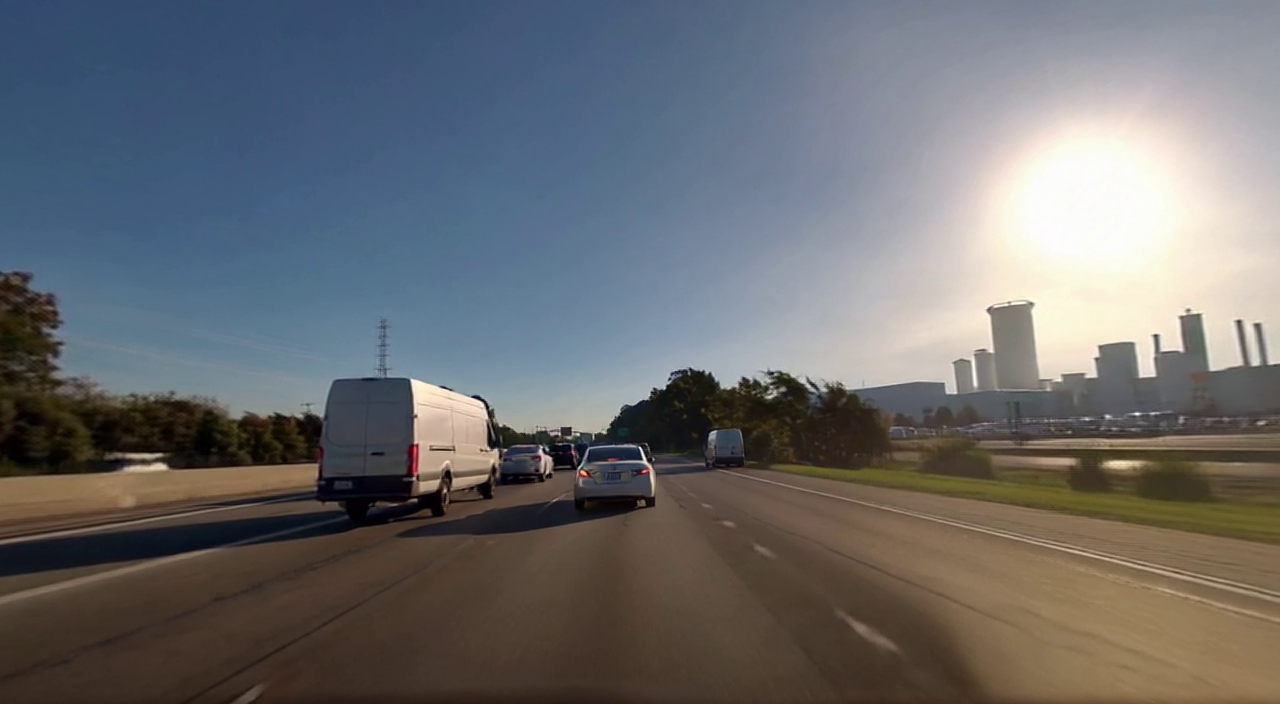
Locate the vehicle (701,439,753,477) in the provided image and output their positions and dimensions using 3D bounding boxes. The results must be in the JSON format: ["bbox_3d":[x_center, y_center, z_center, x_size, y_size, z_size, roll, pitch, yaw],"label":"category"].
[{"bbox_3d":[4.291,5.317,31.747,2.003,1.754,4.134,0,-9,0],"label":"vehicle"}]

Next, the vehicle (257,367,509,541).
[{"bbox_3d":[-4.589,2.055,12.986,2.248,2.626,6.837,0,-9,0],"label":"vehicle"}]

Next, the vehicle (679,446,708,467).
[{"bbox_3d":[4.180,8.224,49.638,1.874,1.512,3.723,0,-9,0],"label":"vehicle"}]

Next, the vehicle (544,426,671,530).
[{"bbox_3d":[-0.542,2.385,12.385,2.093,1.695,3.782,0,-9,0],"label":"vehicle"}]
